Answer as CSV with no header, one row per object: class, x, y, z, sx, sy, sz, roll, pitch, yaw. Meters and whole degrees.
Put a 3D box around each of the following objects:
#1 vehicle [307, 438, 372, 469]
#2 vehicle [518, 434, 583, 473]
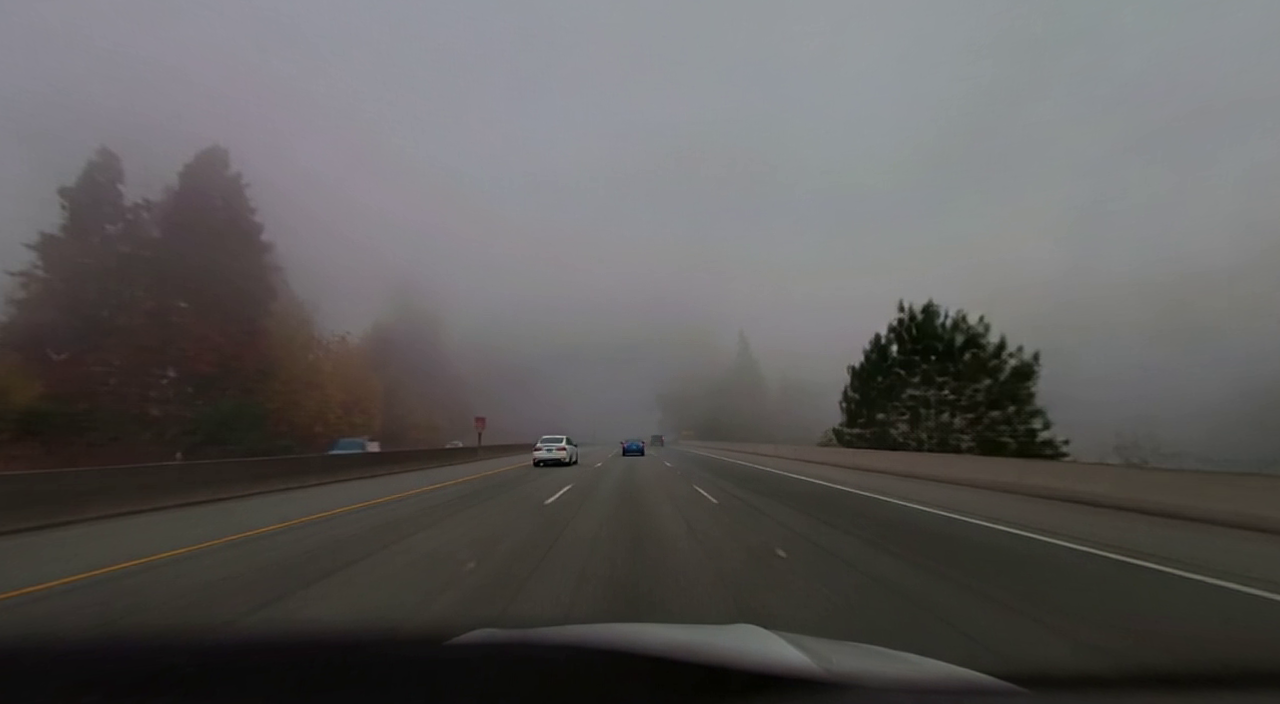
vehicle,-20.810,6.991,43.735,2.084,1.999,4.958,0,-8,0
vehicle,-3.677,4.249,26.698,2.103,1.507,4.367,0,-8,0
